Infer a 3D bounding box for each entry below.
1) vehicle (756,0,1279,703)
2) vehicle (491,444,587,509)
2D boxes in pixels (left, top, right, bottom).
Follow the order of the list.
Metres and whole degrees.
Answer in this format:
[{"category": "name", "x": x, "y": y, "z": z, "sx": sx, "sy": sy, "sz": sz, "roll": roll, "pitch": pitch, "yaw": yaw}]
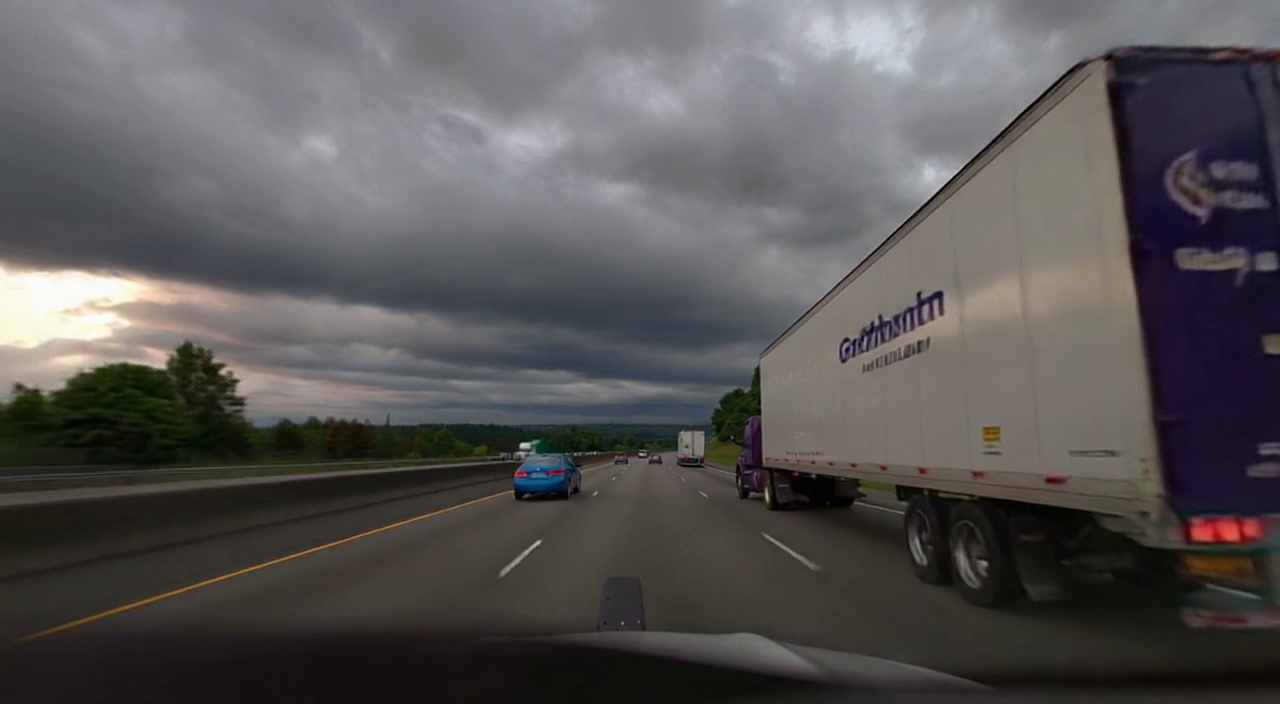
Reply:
[{"category": "vehicle", "x": 4.610, "y": 0.825, "z": 9.750, "sx": 2.858, "sy": 3.952, "sz": 13.731, "roll": 0, "pitch": -9, "yaw": -1}, {"category": "vehicle", "x": -2.675, "y": 3.413, "z": 17.774, "sx": 1.960, "sy": 1.579, "sz": 4.384, "roll": 0, "pitch": -9, "yaw": 1}]
